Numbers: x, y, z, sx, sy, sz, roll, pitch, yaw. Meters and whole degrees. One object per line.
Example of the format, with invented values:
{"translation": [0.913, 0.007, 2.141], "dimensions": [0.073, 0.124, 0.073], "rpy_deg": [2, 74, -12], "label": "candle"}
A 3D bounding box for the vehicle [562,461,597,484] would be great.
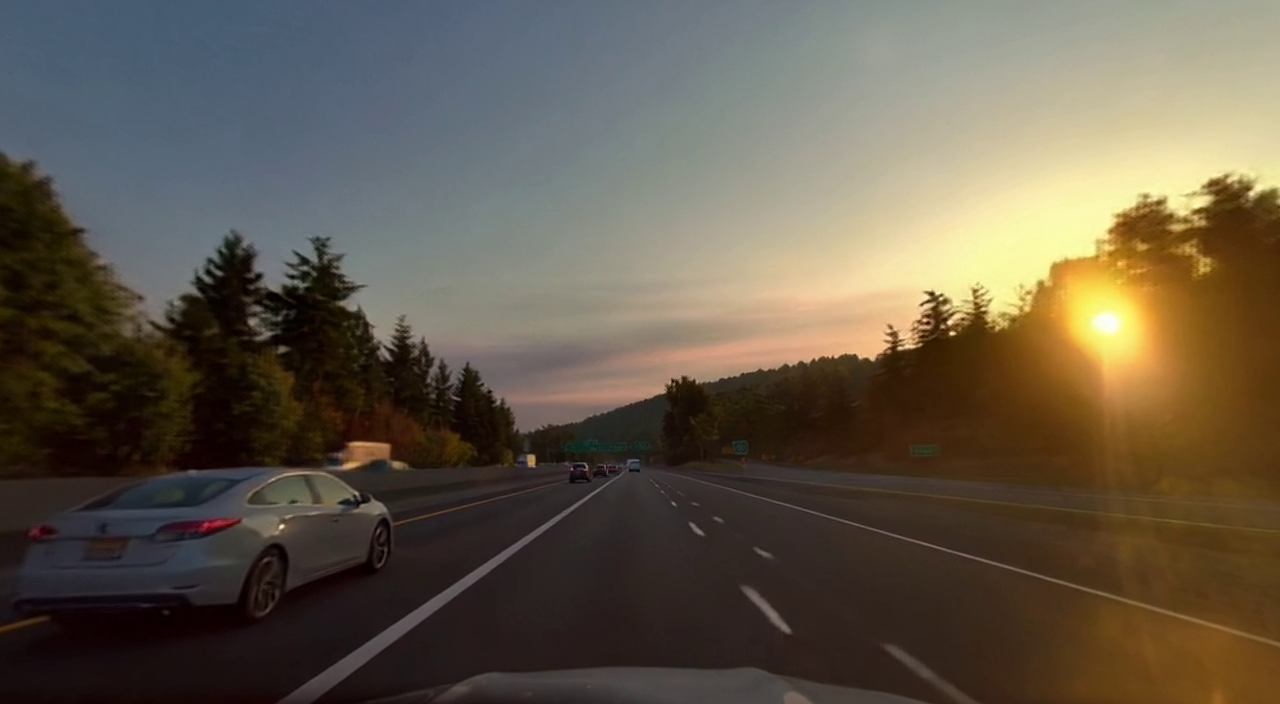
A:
{"translation": [-4.347, 8.800, 46.030], "dimensions": [2.126, 1.488, 4.186], "rpy_deg": [1, -11, -1], "label": "vehicle"}

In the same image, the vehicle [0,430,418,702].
{"translation": [-3.827, 1.555, 5.685], "dimensions": [1.998, 1.427, 4.462], "rpy_deg": [1, -11, 0], "label": "vehicle"}
